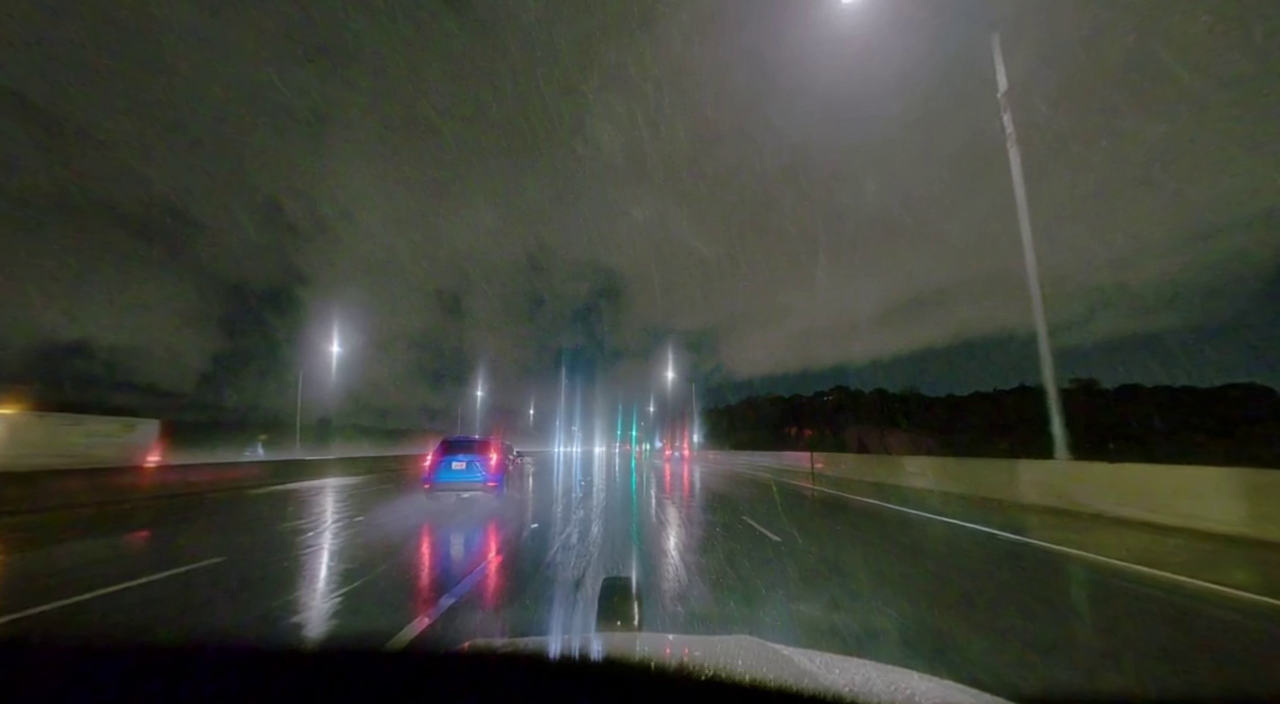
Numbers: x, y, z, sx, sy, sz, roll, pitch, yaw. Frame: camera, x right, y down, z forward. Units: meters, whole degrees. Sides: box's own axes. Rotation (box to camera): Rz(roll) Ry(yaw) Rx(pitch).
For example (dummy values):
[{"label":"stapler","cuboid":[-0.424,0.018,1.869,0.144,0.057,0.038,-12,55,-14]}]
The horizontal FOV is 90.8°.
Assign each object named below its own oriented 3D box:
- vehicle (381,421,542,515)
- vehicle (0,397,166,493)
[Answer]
[{"label":"vehicle","cuboid":[-3.789,2.581,14.578,2.205,1.773,5.124,0,-9,0]},{"label":"vehicle","cuboid":[-23.226,3.551,23.963,3.211,3.197,9.419,0,-9,-1]}]
